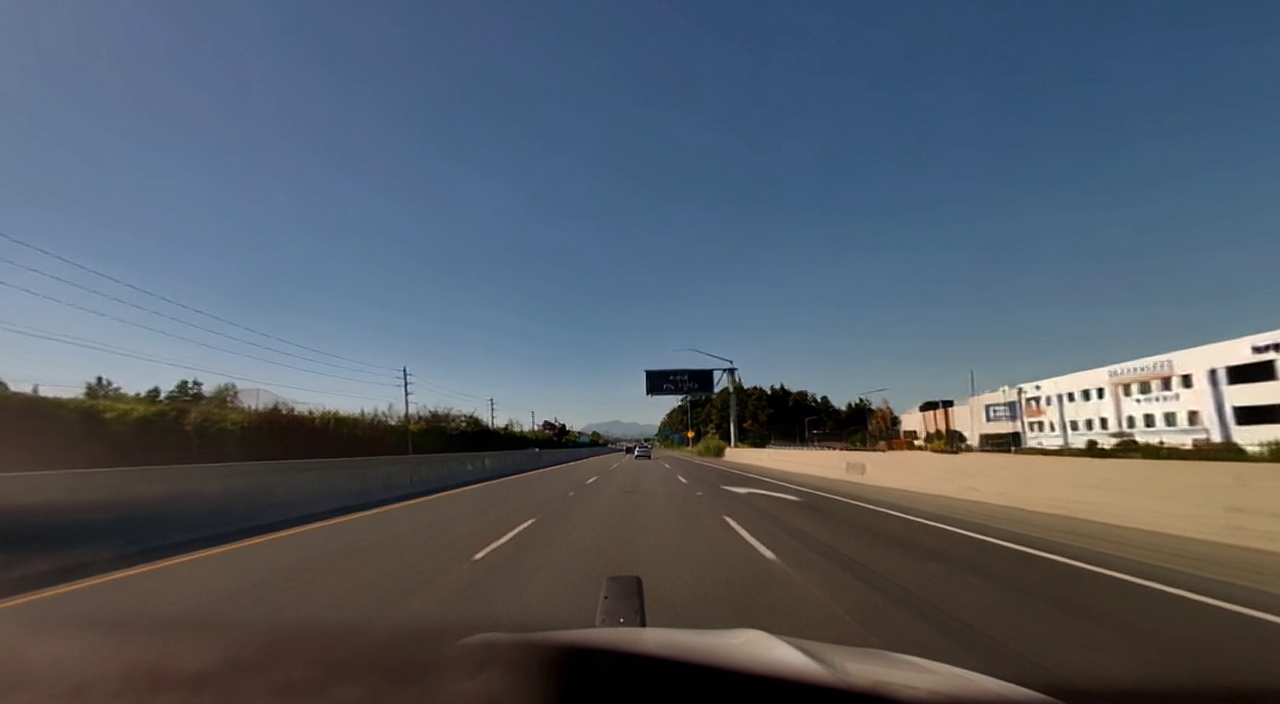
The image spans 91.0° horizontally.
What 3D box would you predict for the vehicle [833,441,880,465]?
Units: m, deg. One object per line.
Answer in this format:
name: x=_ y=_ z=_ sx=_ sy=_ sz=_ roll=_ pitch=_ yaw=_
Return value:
vehicle: x=16.415 y=7.683 z=47.975 sx=2.037 sy=1.718 sz=4.610 roll=0 pitch=-9 yaw=1
